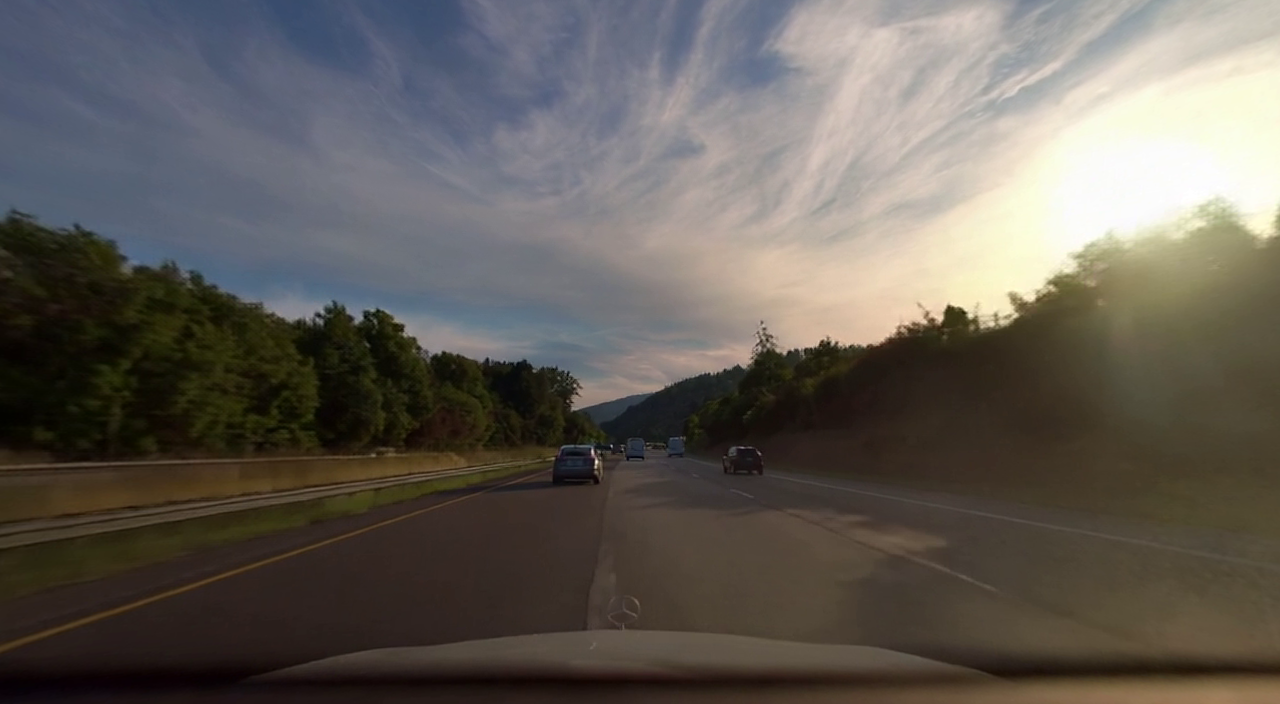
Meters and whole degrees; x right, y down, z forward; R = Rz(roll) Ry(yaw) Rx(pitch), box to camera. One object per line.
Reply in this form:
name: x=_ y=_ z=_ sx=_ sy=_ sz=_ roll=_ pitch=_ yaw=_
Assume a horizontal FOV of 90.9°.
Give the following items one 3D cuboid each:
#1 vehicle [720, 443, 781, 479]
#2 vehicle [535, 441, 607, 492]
vehicle: x=4.914 y=4.881 z=28.418 sx=1.926 sy=1.483 sz=3.528 roll=0 pitch=-9 yaw=-3
vehicle: x=-2.183 y=3.779 z=21.129 sx=2.053 sy=1.483 sz=4.185 roll=0 pitch=-9 yaw=-2
